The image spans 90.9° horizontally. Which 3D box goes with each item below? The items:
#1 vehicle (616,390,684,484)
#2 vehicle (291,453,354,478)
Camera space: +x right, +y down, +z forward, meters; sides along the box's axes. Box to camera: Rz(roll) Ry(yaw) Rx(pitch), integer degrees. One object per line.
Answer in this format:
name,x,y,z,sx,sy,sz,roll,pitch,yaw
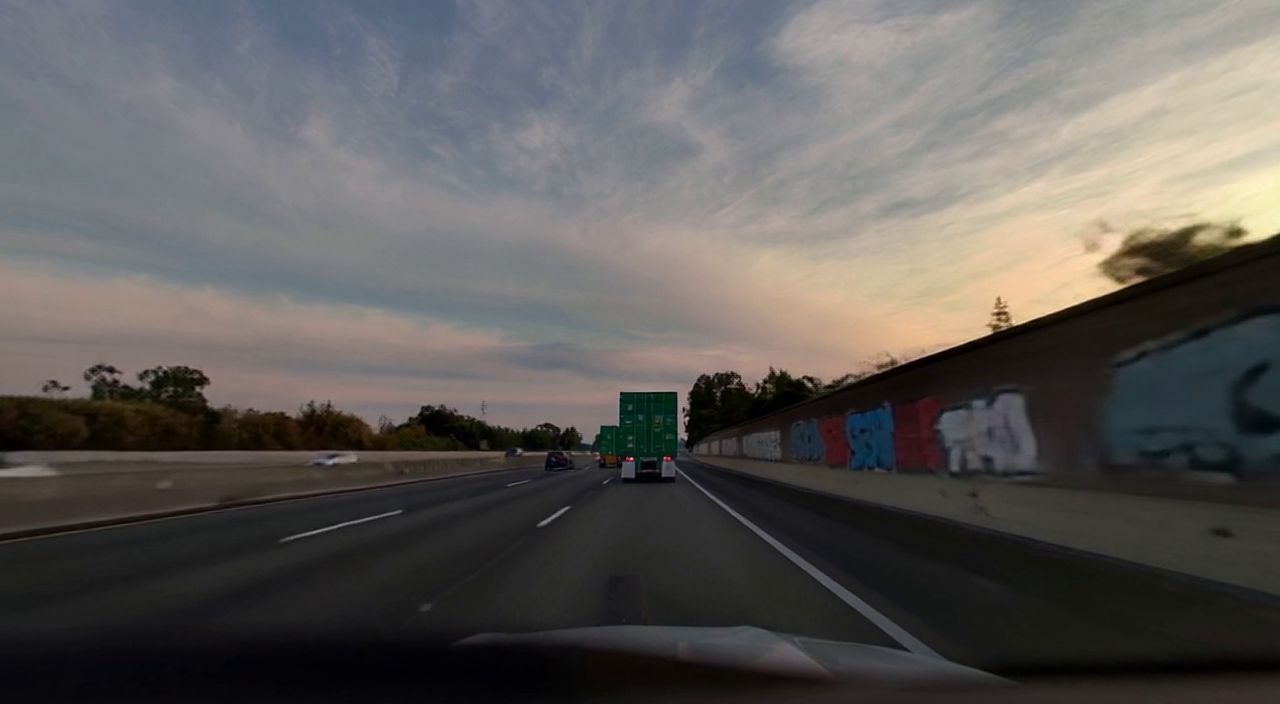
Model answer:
vehicle,0.498,4.576,33.202,2.997,4.069,10.871,0,-9,1
vehicle,-19.736,7.038,39.340,1.791,1.469,3.979,0,-9,2
